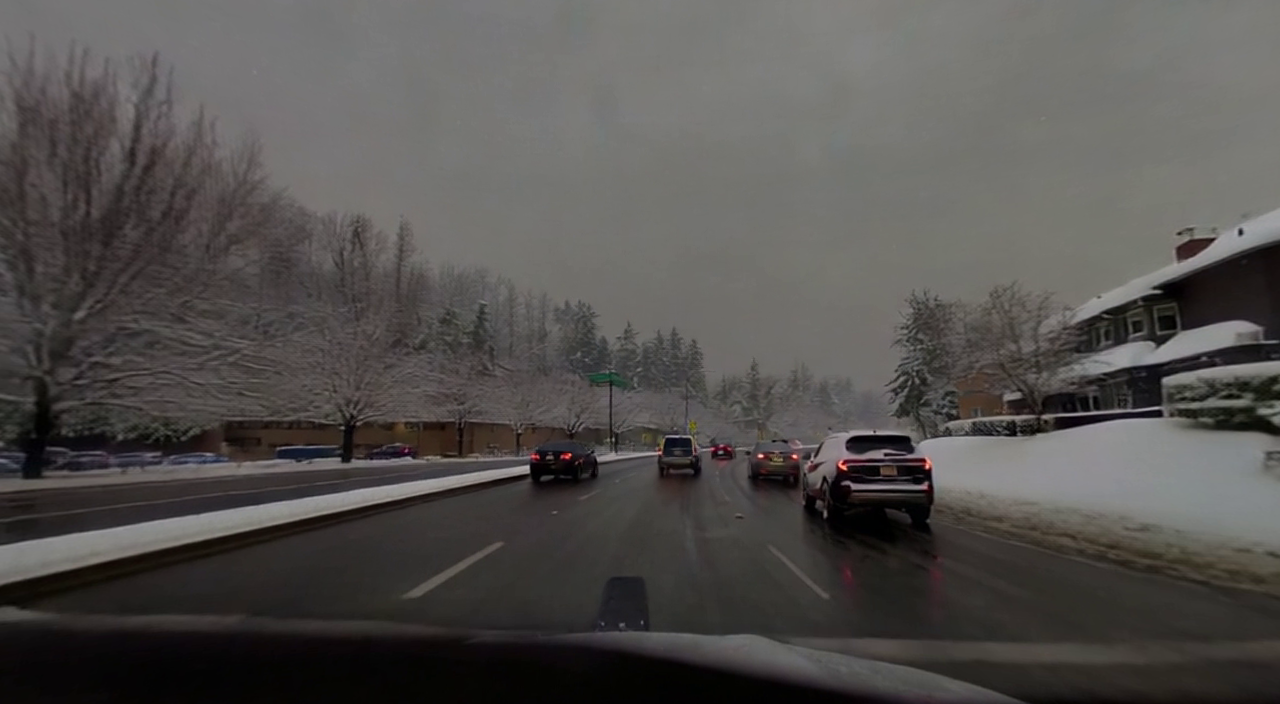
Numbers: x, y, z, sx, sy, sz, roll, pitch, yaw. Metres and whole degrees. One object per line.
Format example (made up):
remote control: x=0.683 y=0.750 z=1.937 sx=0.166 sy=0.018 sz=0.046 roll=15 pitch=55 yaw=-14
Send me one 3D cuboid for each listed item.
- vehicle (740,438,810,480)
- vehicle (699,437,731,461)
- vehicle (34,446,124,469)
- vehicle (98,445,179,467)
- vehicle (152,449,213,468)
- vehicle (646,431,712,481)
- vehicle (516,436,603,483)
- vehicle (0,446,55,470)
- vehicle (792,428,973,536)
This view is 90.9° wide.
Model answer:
vehicle: x=5.108 y=4.099 z=24.371 sx=2.117 sy=1.472 sz=4.158 roll=-1 pitch=-9 yaw=5
vehicle: x=5.459 y=7.026 z=45.569 sx=1.798 sy=1.660 sz=3.946 roll=-2 pitch=-9 yaw=13
vehicle: x=-37.612 y=7.061 z=42.323 sx=4.194 sy=1.493 sz=1.992 roll=0 pitch=-9 yaw=2
vehicle: x=-35.743 y=7.421 z=44.995 sx=4.101 sy=1.535 sz=2.002 roll=0 pitch=-8 yaw=4
vehicle: x=-34.587 y=8.038 z=47.681 sx=3.413 sy=1.370 sz=1.645 roll=-1 pitch=-9 yaw=3
vehicle: x=1.647 y=4.128 z=25.229 sx=2.250 sy=1.768 sz=4.574 roll=-1 pitch=-9 yaw=8
vehicle: x=-2.708 y=3.764 z=22.367 sx=2.006 sy=1.464 sz=4.586 roll=-1 pitch=-9 yaw=7
vehicle: x=-39.791 y=6.688 z=39.796 sx=3.614 sy=1.399 sz=2.065 roll=0 pitch=-8 yaw=3
vehicle: x=3.935 y=2.146 z=10.910 sx=1.859 sy=1.540 sz=3.454 roll=0 pitch=-9 yaw=2
